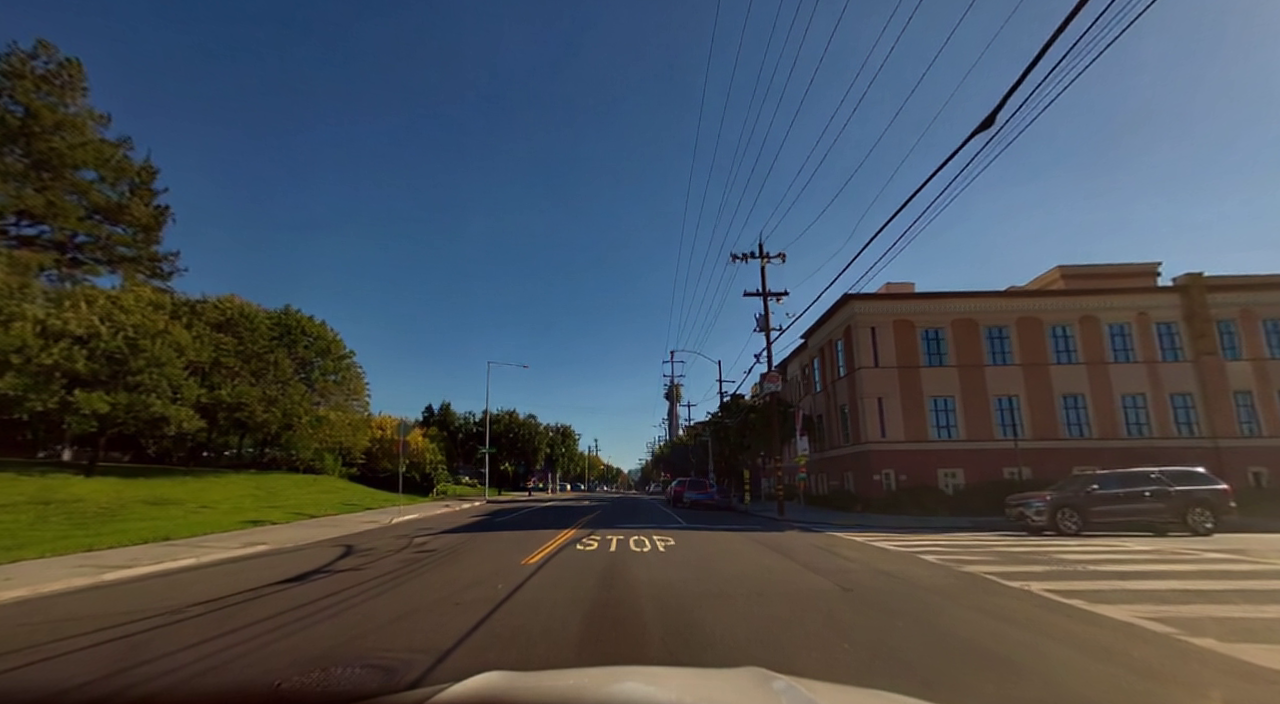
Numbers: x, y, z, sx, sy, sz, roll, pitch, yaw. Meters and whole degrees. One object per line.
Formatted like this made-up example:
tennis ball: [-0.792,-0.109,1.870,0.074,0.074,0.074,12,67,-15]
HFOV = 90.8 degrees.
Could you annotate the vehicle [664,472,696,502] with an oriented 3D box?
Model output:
vehicle: [2.857,9.761,45.924,1.953,1.774,5.008,0,-8,-1]

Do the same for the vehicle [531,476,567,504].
vehicle: [-6.627,10.105,46.461,1.913,1.682,4.365,0,-8,0]

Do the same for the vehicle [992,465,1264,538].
vehicle: [11.456,3.510,15.119,4.771,1.492,2.107,0,-8,-2]
